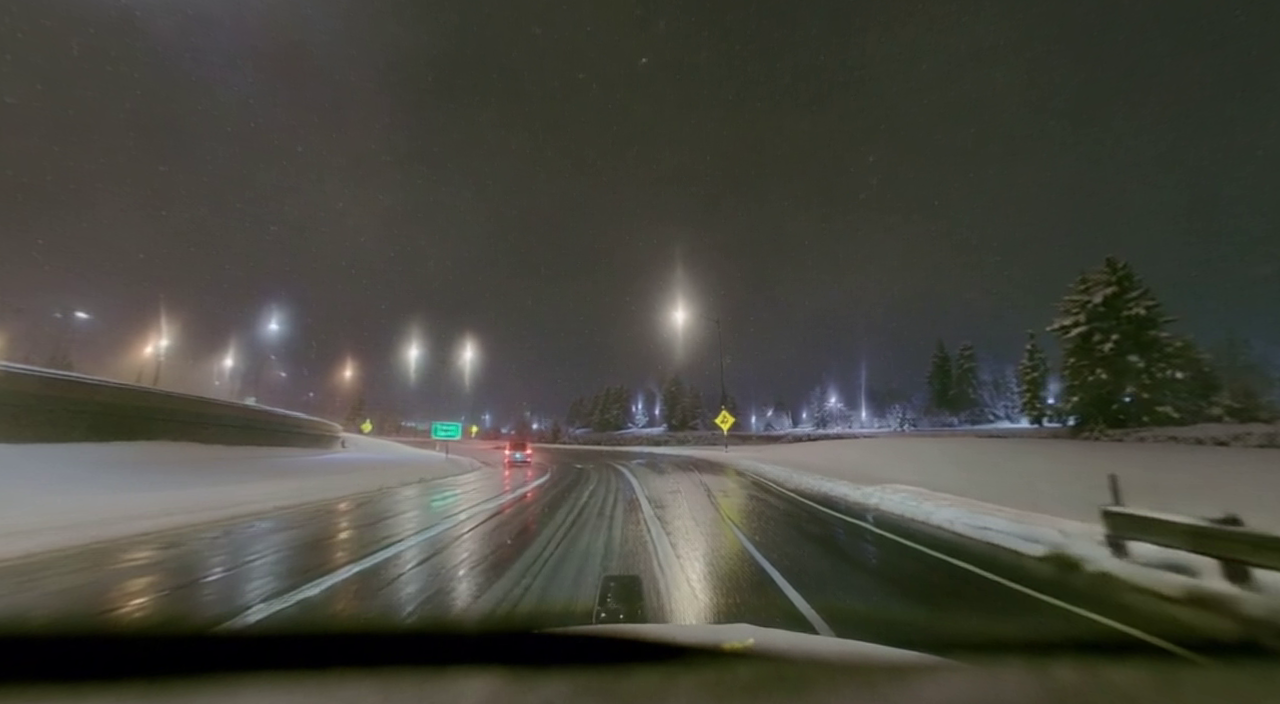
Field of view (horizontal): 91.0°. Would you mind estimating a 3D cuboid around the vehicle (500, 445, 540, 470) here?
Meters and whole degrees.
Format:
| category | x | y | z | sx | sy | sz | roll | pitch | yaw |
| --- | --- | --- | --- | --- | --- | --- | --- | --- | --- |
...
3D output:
| category | x | y | z | sx | sy | sz | roll | pitch | yaw |
| --- | --- | --- | --- | --- | --- | --- | --- | --- | --- |
| vehicle | -7.922 | 7.001 | 42.068 | 2.234 | 1.588 | 4.484 | 1 | -9 | -6 |
